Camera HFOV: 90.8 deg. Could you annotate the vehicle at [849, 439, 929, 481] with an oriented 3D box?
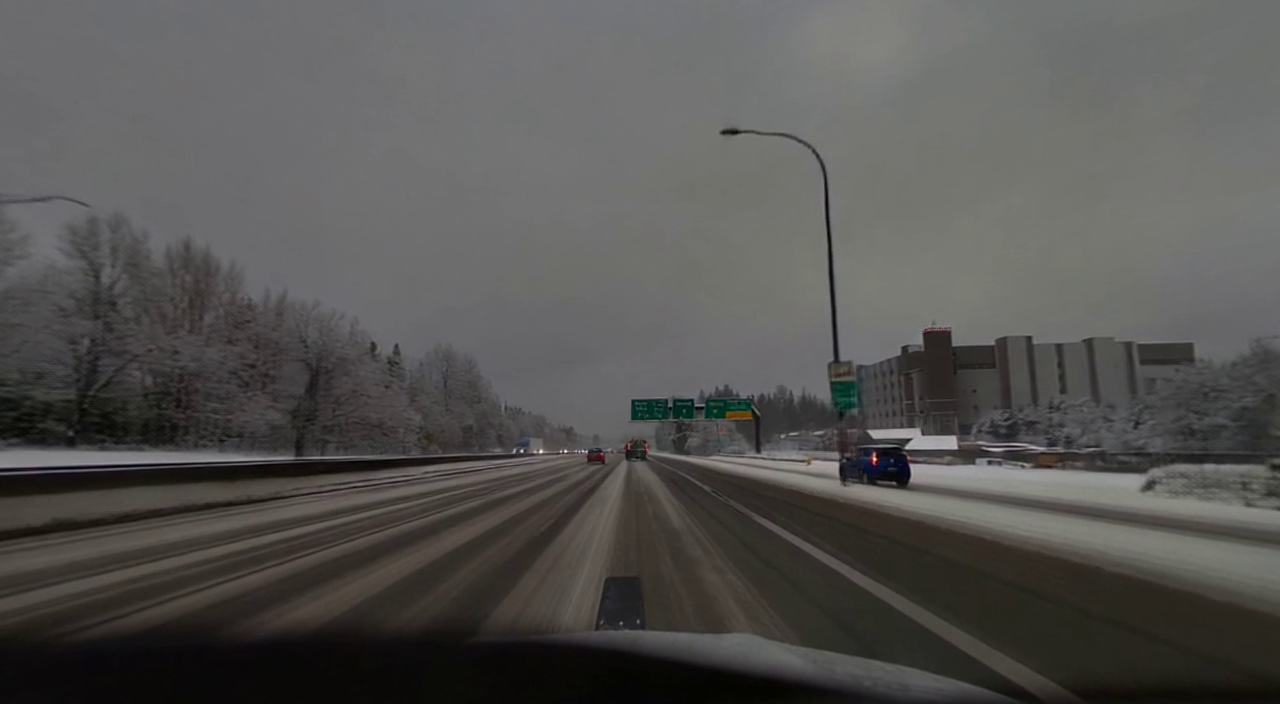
[{"bbox_3d":[14.846,6.460,38.075,2.411,2.326,5.300,0,-9,-3],"label":"vehicle"}]
